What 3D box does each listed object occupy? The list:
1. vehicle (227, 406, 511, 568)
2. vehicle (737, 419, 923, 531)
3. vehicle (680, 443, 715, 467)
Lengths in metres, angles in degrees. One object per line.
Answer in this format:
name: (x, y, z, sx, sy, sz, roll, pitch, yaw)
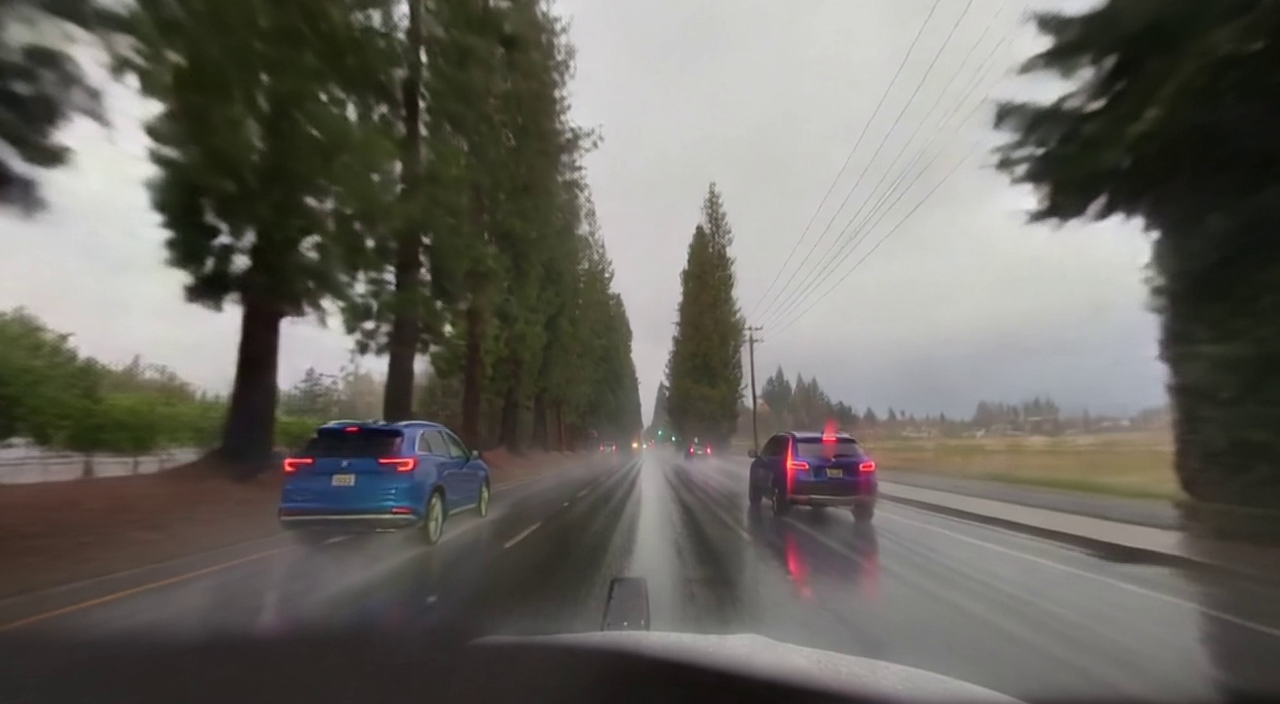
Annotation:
vehicle: (-3.473, 1.824, 9.286, 2.104, 1.785, 4.494, 0, -8, 1)
vehicle: (3.337, 2.262, 12.210, 2.182, 1.744, 4.464, 0, -8, 0)
vehicle: (3.844, 6.914, 42.520, 1.906, 1.468, 4.422, 0, -8, 0)
